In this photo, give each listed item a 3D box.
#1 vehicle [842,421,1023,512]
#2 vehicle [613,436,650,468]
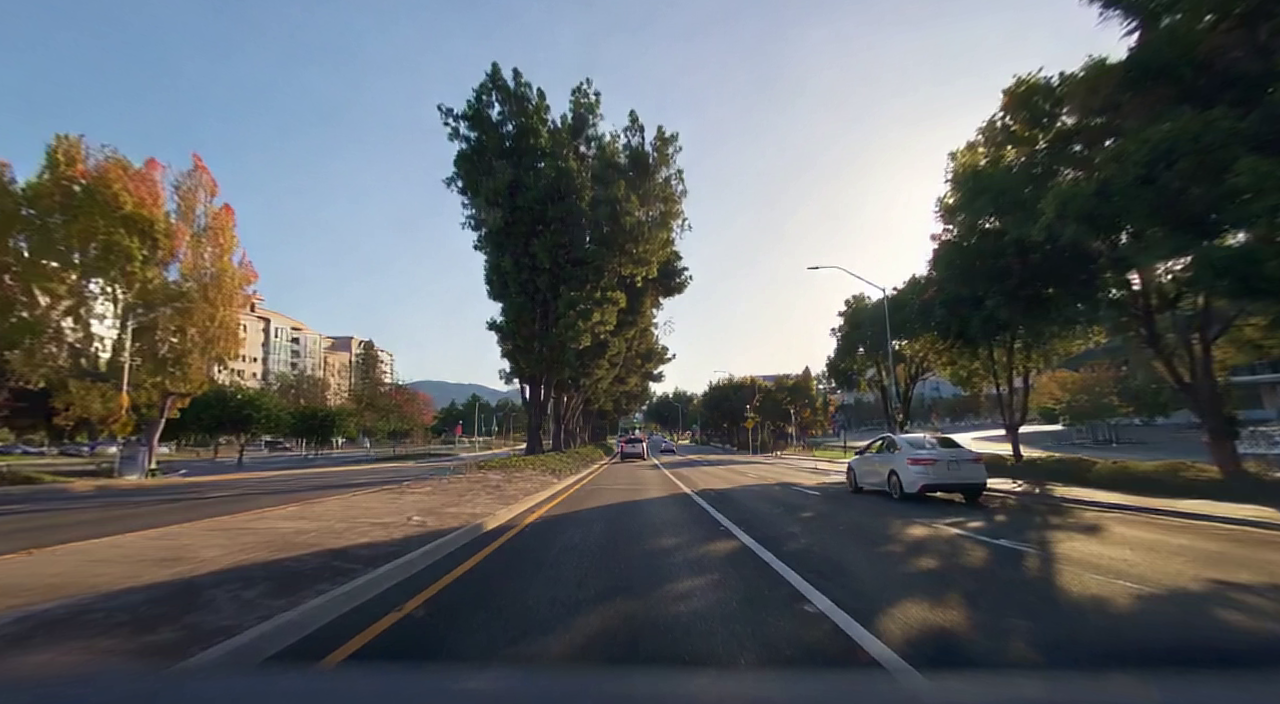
[{"bbox_3d":[6.626,2.643,15.037,2.026,1.804,4.565,0,-8,-1],"label":"vehicle"},{"bbox_3d":[-0.478,6.160,39.012,2.193,1.794,4.457,0,-8,0],"label":"vehicle"}]
